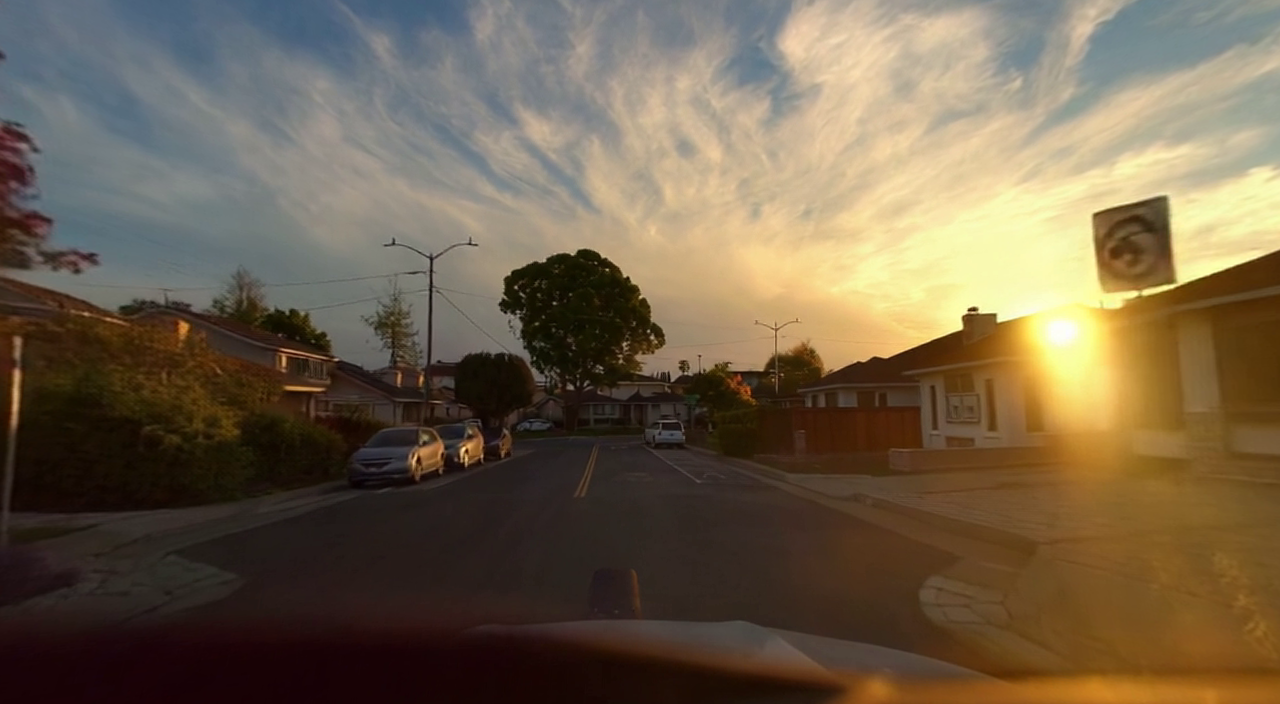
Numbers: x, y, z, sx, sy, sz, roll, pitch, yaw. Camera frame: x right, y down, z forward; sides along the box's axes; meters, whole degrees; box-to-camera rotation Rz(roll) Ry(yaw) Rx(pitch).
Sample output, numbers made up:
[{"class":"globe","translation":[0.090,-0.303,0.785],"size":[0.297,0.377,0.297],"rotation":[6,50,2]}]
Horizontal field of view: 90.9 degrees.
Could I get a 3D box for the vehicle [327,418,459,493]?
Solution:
[{"class":"vehicle","translation":[-6.549,2.776,17.310],"size":[2.147,1.780,4.165],"rotation":[0,-8,-4]}]
